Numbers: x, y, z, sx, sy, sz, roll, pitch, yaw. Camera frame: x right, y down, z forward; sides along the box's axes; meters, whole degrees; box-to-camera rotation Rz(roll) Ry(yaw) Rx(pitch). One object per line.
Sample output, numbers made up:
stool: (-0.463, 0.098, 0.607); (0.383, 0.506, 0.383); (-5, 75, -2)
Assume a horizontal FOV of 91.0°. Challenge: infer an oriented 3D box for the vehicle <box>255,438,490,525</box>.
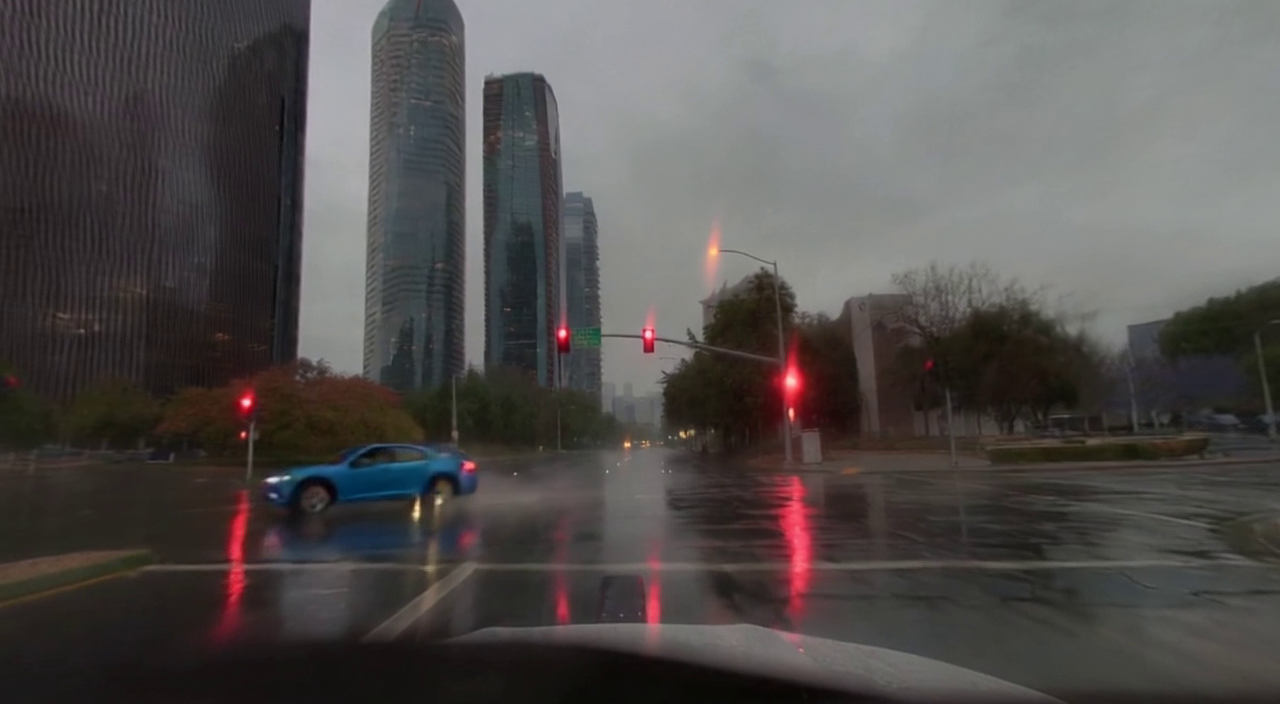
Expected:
vehicle: (-5.715, 2.718, 13.762); (4.218, 1.572, 2.065); (8, -12, -41)
